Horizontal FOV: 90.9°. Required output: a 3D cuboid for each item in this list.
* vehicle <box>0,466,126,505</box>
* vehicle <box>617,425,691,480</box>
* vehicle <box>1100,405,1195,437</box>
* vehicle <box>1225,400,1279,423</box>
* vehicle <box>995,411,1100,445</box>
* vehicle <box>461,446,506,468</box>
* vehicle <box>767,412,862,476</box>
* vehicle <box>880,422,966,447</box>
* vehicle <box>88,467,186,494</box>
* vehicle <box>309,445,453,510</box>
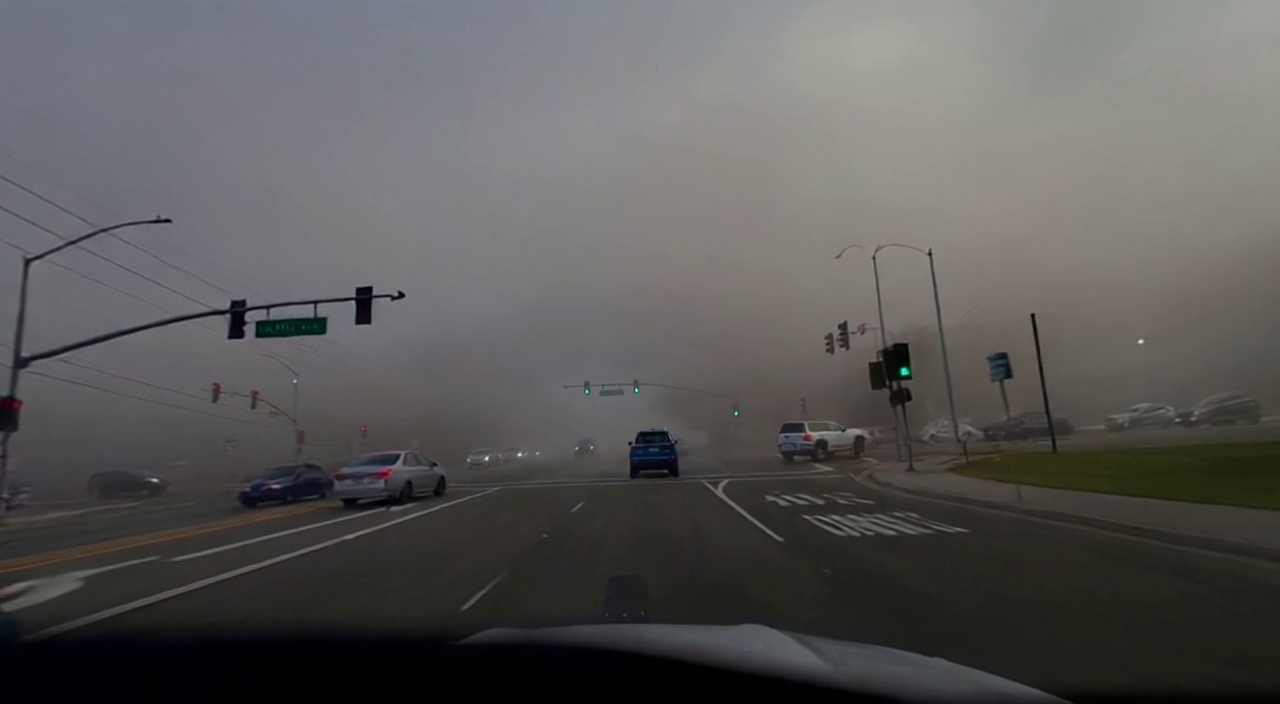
[{"bbox_3d":[-29.802,6.815,32.374,4.890,1.806,2.205,0,-8,2],"label":"vehicle"},{"bbox_3d":[0.459,3.820,24.260,2.513,1.854,5.235,0,-8,0],"label":"vehicle"},{"bbox_3d":[34.455,4.701,42.883,4.819,1.562,1.877,-6,-8,-3],"label":"vehicle"},{"bbox_3d":[43.587,4.106,43.483,4.379,1.492,1.995,0,-8,0],"label":"vehicle"},{"bbox_3d":[22.188,4.165,34.433,4.386,1.760,2.228,1,-8,-11],"label":"vehicle"},{"bbox_3d":[-11.208,7.539,45.443,2.016,1.468,4.612,0,-8,0],"label":"vehicle"},{"bbox_3d":[6.945,3.555,24.545,2.452,2.148,5.877,-4,-9,26],"label":"vehicle"},{"bbox_3d":[17.693,5.175,39.568,4.430,1.480,1.923,0,-8,-1],"label":"vehicle"},{"bbox_3d":[-30.497,7.785,38.293,4.269,1.436,1.976,0,-8,2],"label":"vehicle"},{"bbox_3d":[-6.634,3.221,16.797,1.966,1.461,4.422,0,-8,0],"label":"vehicle"}]
